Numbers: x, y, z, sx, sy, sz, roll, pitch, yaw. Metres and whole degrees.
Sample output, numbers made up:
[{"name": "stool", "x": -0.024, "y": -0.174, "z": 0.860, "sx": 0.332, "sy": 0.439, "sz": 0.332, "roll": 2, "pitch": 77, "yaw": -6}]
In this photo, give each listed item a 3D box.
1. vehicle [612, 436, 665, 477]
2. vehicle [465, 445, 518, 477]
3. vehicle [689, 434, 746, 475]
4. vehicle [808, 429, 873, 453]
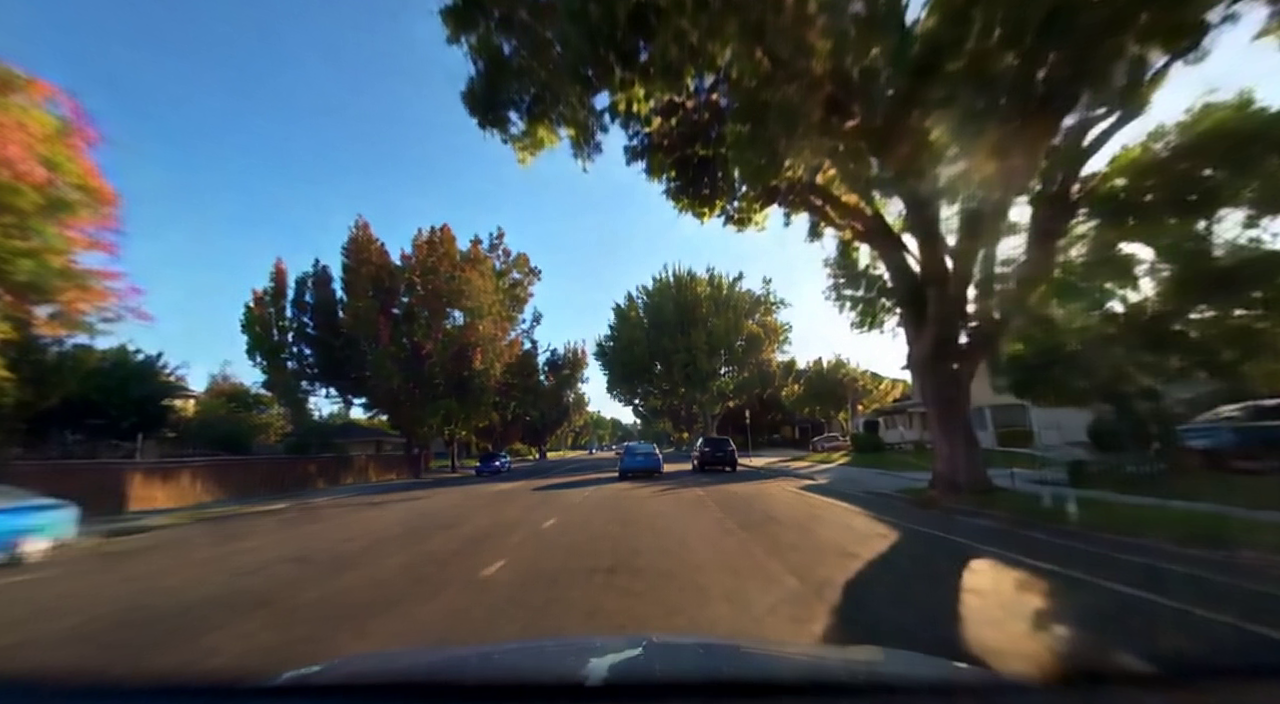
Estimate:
[{"name": "vehicle", "x": -0.079, "y": 4.618, "z": 28.086, "sx": 2.200, "sy": 1.653, "sz": 4.127, "roll": 0, "pitch": -8, "yaw": 0}, {"name": "vehicle", "x": -9.369, "y": 6.911, "z": 40.156, "sx": 2.101, "sy": 1.703, "sz": 4.481, "roll": -6, "pitch": -8, "yaw": 1}, {"name": "vehicle", "x": 3.490, "y": 4.697, "z": 29.140, "sx": 2.024, "sy": 1.711, "sz": 4.512, "roll": 0, "pitch": -8, "yaw": -1}, {"name": "vehicle", "x": 15.439, "y": 6.900, "z": 48.683, "sx": 4.378, "sy": 1.754, "sz": 2.007, "roll": 1, "pitch": -9, "yaw": 1}]
